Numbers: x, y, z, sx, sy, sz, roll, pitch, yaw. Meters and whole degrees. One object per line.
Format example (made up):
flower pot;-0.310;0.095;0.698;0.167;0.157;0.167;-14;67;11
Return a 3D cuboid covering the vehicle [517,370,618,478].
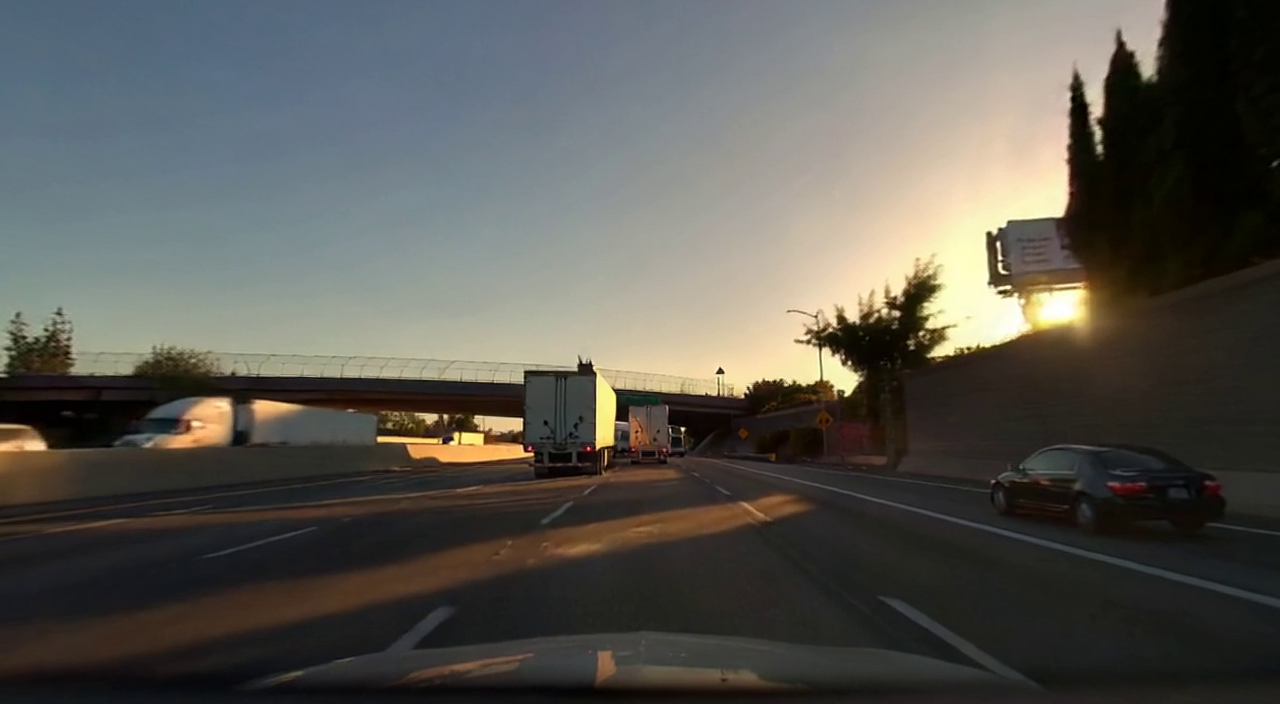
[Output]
vehicle;-2.857;3.420;29.072;2.962;3.947;11.574;0;-8;1

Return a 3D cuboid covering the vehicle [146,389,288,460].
vehicle;-25.310;4.553;38.347;3.130;3.891;7.268;0;-9;3

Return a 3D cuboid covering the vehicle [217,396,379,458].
vehicle;-25.153;6.089;48.337;2.895;3.951;16.404;0;-9;1

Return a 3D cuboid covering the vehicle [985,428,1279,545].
vehicle;8.146;2.125;10.774;1.969;1.560;4.394;1;-8;-1

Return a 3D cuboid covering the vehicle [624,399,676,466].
vehicle;0.669;5.546;43.022;3.054;3.944;11.230;0;-8;1
